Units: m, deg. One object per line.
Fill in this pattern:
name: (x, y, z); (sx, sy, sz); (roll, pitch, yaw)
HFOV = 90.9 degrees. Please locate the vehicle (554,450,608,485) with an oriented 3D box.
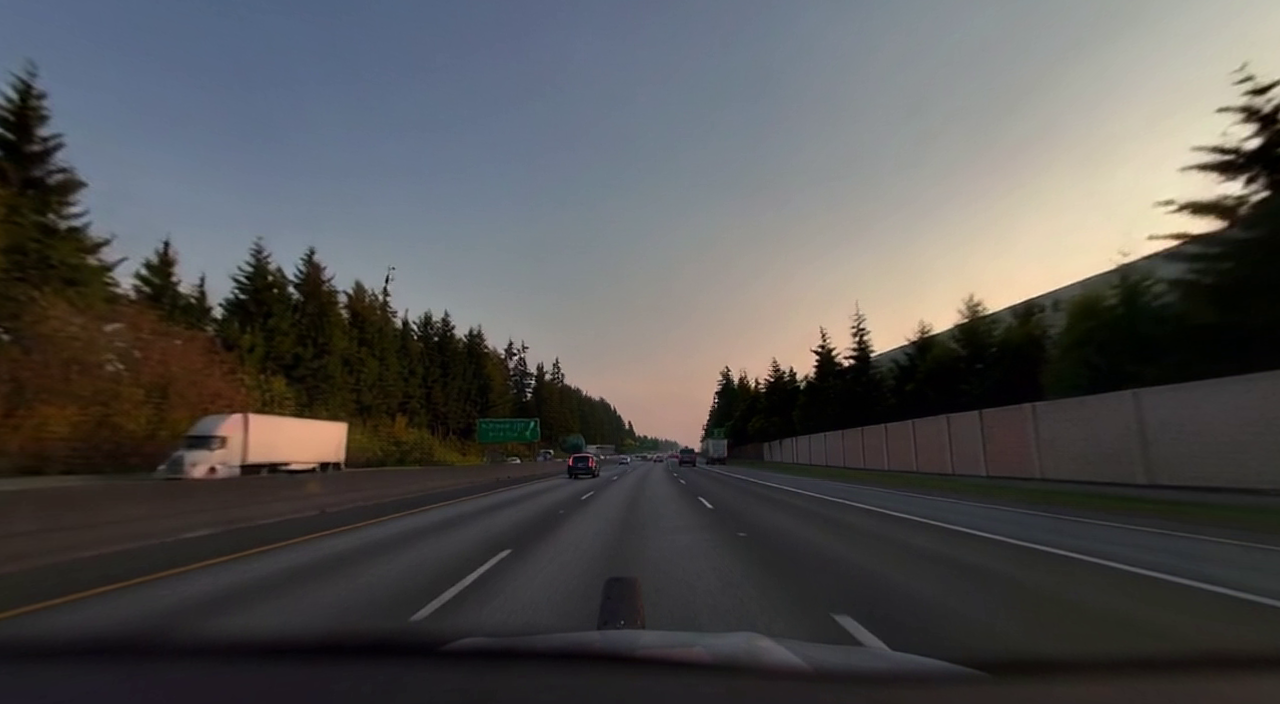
vehicle: (-2.699, 5.402, 29.753); (2.035, 1.513, 4.272); (0, -9, 2)

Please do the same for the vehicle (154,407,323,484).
vehicle: (-21.568, 5.197, 34.828); (2.929, 3.616, 9.320); (0, -9, 2)
